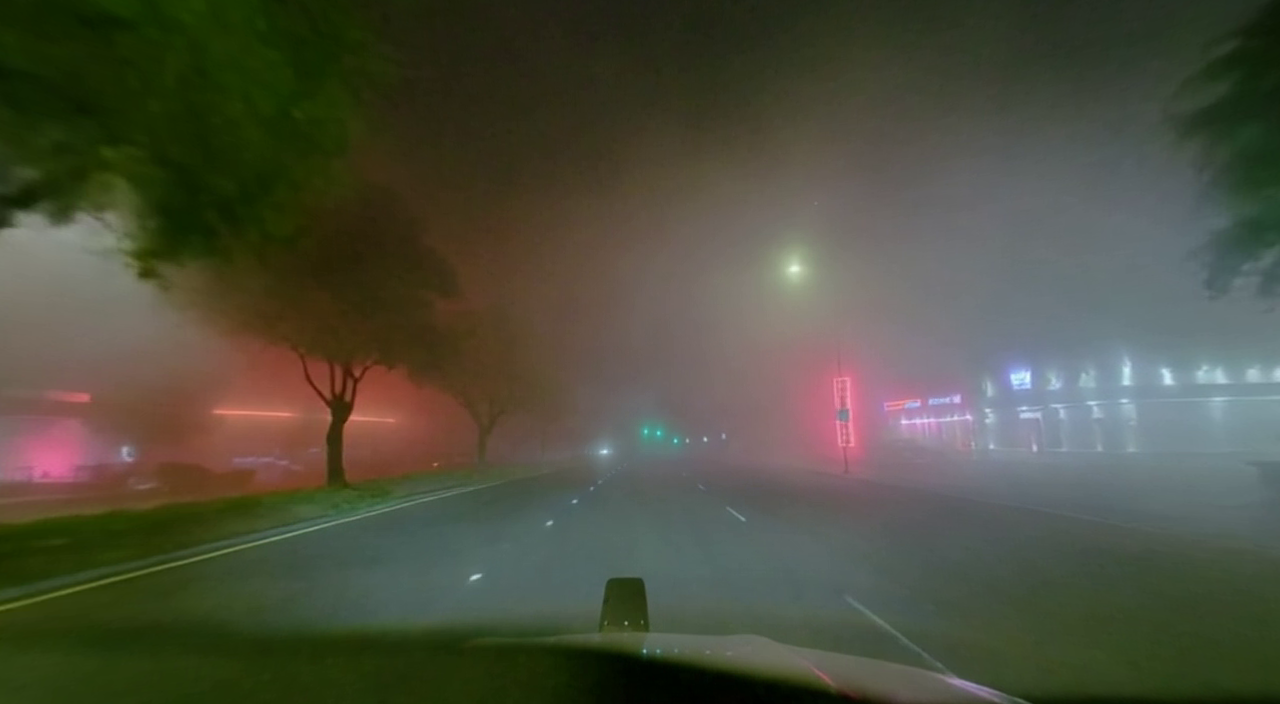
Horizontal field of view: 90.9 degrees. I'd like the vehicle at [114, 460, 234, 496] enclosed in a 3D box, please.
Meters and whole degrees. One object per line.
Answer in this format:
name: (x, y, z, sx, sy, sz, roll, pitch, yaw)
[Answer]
vehicle: (-22.336, 6.029, 30.471, 2.135, 1.467, 4.653, -1, -9, 2)
